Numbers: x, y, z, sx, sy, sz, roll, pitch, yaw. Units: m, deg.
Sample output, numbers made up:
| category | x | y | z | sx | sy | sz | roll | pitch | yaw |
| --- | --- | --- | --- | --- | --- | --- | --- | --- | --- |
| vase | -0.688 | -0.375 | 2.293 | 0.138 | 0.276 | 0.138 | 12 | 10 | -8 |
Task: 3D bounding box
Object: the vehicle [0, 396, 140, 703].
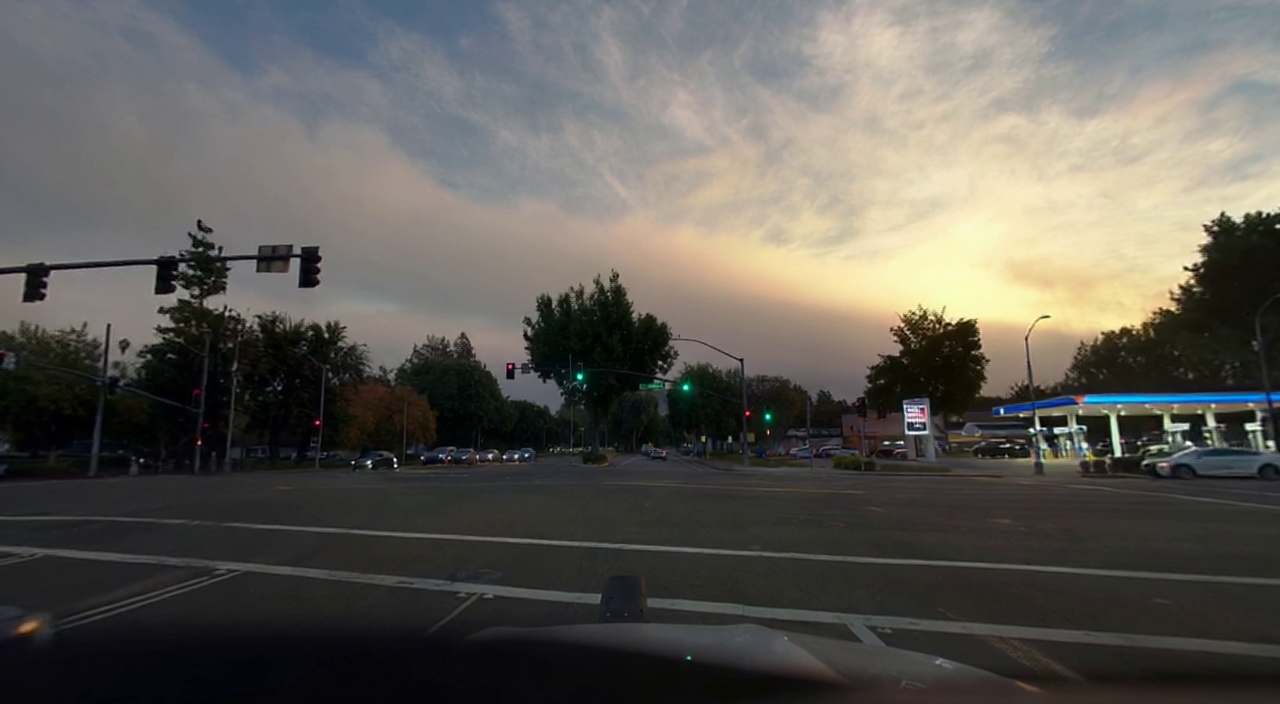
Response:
| category | x | y | z | sx | sy | sz | roll | pitch | yaw |
| --- | --- | --- | --- | --- | --- | --- | --- | --- | --- |
| vehicle | -3.053 | 0.621 | 0.168 | 2.041 | 1.483 | 4.533 | 0 | -8 | 1 |
